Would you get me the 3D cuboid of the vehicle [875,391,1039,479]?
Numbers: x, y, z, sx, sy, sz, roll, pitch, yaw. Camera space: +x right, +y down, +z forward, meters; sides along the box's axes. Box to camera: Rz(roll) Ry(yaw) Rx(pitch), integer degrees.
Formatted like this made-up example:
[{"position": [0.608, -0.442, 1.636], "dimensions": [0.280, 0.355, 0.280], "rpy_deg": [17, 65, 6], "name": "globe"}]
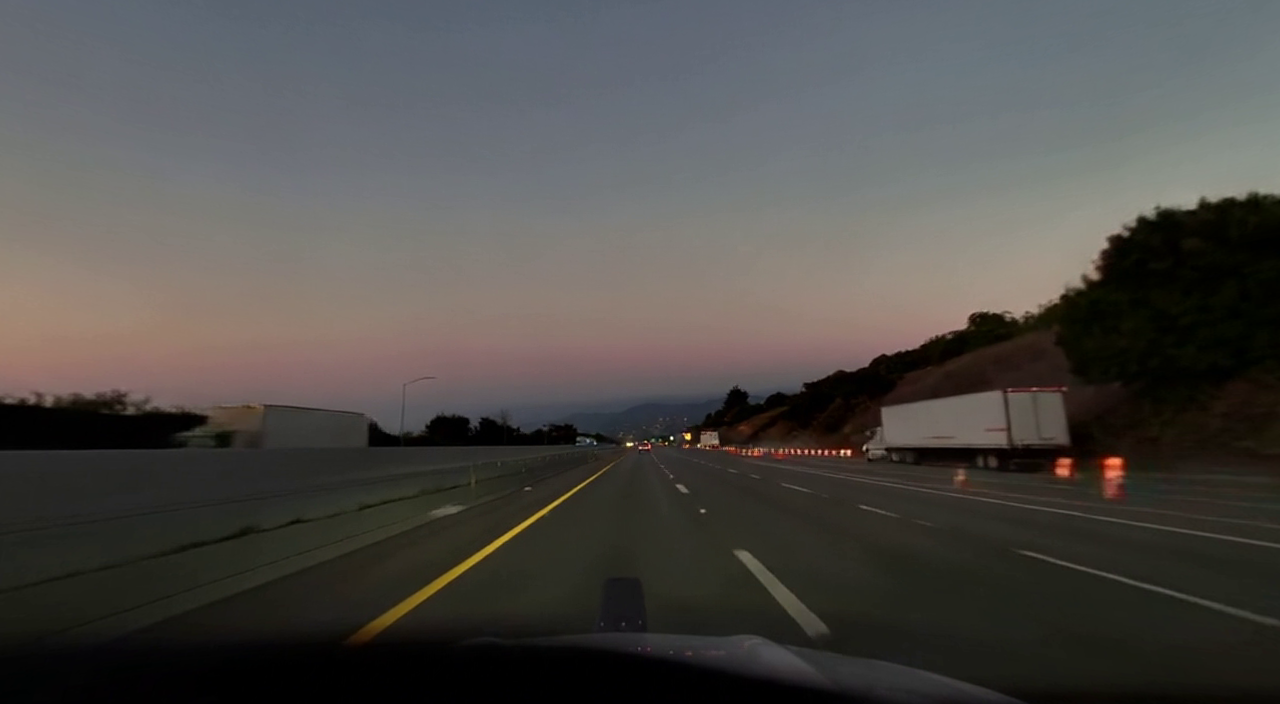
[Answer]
[{"position": [13.197, 3.609, 27.205], "dimensions": [2.905, 3.106, 7.417], "rpy_deg": [-3, -8, -1], "name": "vehicle"}]
